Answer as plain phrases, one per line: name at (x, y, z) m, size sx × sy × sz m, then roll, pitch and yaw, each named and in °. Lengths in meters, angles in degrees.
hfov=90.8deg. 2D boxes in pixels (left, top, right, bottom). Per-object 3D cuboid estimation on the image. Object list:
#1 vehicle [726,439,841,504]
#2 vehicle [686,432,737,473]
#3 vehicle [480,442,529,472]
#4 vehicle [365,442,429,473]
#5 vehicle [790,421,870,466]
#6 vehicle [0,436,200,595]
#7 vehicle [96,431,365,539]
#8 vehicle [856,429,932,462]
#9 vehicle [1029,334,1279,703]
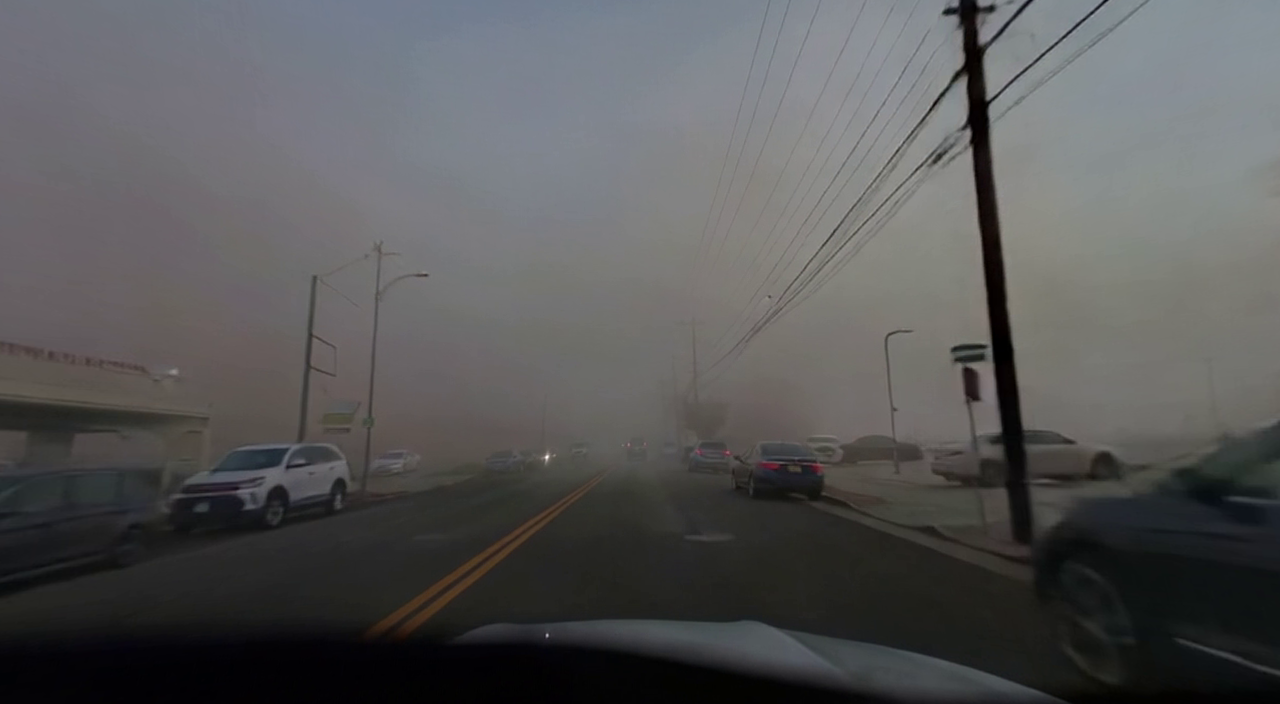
vehicle at (3.531, 3.015, 16.503) m, size 1.866 × 1.439 × 4.482 m, roll 0°, pitch -8°, yaw -1°
vehicle at (3.420, 4.944, 31.031) m, size 2.025 × 1.843 × 4.883 m, roll -1°, pitch -9°, yaw 1°
vehicle at (-8.463, 6.610, 40.025) m, size 2.113 × 1.665 × 5.062 m, roll 0°, pitch -7°, yaw -2°
vehicle at (-14.856, 6.501, 39.025) m, size 1.969 × 1.741 × 5.148 m, roll 0°, pitch -9°, yaw -1°
vehicle at (8.956, 4.358, 30.277) m, size 2.178 × 1.884 × 4.825 m, roll -2°, pitch -8°, yaw -1°
vehicle at (-8.442, 1.999, 8.091) m, size 2.045 × 1.820 × 4.858 m, roll 0°, pitch -7°, yaw 1°
vehicle at (-8.292, 2.728, 13.748) m, size 1.986 × 1.831 × 5.678 m, roll 0°, pitch -9°, yaw 1°
vehicle at (12.049, 4.446, 30.306) m, size 1.824 × 1.450 × 4.265 m, roll 0°, pitch -7°, yaw -1°
vehicle at (3.570, 0.687, 1.590) m, size 2.088 × 1.765 × 4.704 m, roll 0°, pitch -8°, yaw -1°
